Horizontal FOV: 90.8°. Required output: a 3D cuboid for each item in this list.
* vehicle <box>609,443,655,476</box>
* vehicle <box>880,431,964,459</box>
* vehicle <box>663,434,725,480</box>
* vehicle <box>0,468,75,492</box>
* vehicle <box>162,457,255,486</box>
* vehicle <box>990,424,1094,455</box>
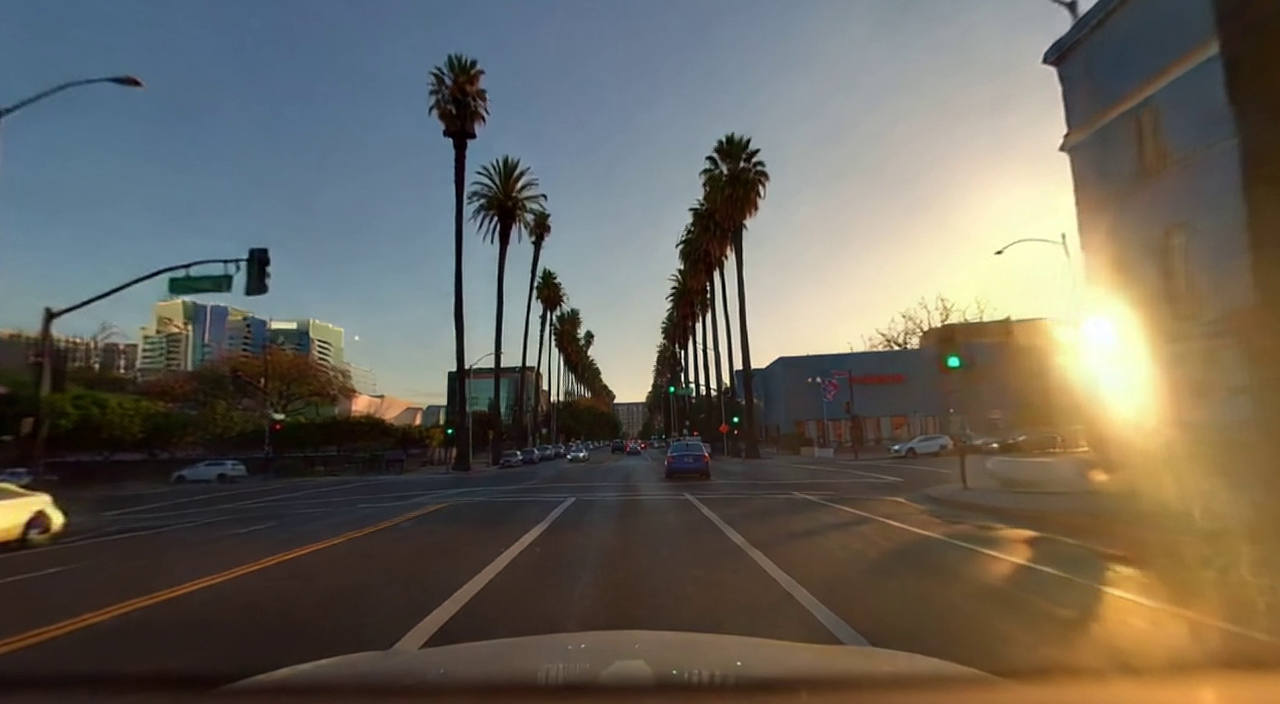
[{"bbox_3d":[-0.419,5.150,30.560,2.088,1.452,3.993,0,-8,-2],"label":"vehicle"},{"bbox_3d":[17.638,5.829,39.698,4.277,1.665,2.006,0,-8,-2],"label":"vehicle"},{"bbox_3d":[2.107,4.276,25.937,2.003,1.702,4.288,0,-8,-3],"label":"vehicle"},{"bbox_3d":[-40.591,8.462,41.978,4.158,1.463,1.836,0,-8,-1],"label":"vehicle"},{"bbox_3d":[-28.732,7.956,42.151,4.570,1.741,2.107,0,-8,-1],"label":"vehicle"},{"bbox_3d":[25.556,5.588,40.304,5.130,1.875,2.118,0,-8,-2],"label":"vehicle"}]
